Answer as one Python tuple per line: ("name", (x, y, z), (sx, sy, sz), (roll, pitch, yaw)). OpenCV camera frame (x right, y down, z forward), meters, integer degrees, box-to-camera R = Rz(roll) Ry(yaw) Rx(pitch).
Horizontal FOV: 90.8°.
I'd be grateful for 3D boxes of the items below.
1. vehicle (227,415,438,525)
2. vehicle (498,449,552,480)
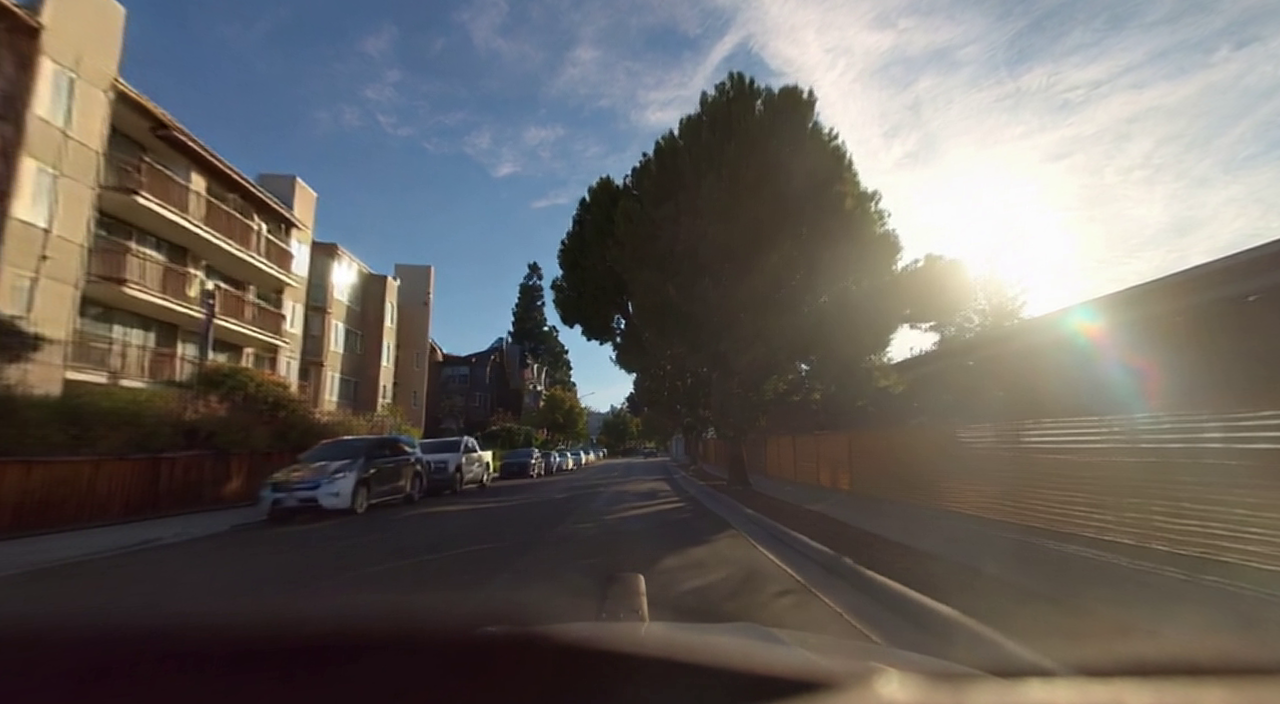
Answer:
("vehicle", (-6.548, 2.577, 14.330), (2.192, 1.965, 4.917), (2, -9, 1))
("vehicle", (-6.194, 6.089, 34.438), (1.914, 1.417, 4.750), (2, -8, 1))
